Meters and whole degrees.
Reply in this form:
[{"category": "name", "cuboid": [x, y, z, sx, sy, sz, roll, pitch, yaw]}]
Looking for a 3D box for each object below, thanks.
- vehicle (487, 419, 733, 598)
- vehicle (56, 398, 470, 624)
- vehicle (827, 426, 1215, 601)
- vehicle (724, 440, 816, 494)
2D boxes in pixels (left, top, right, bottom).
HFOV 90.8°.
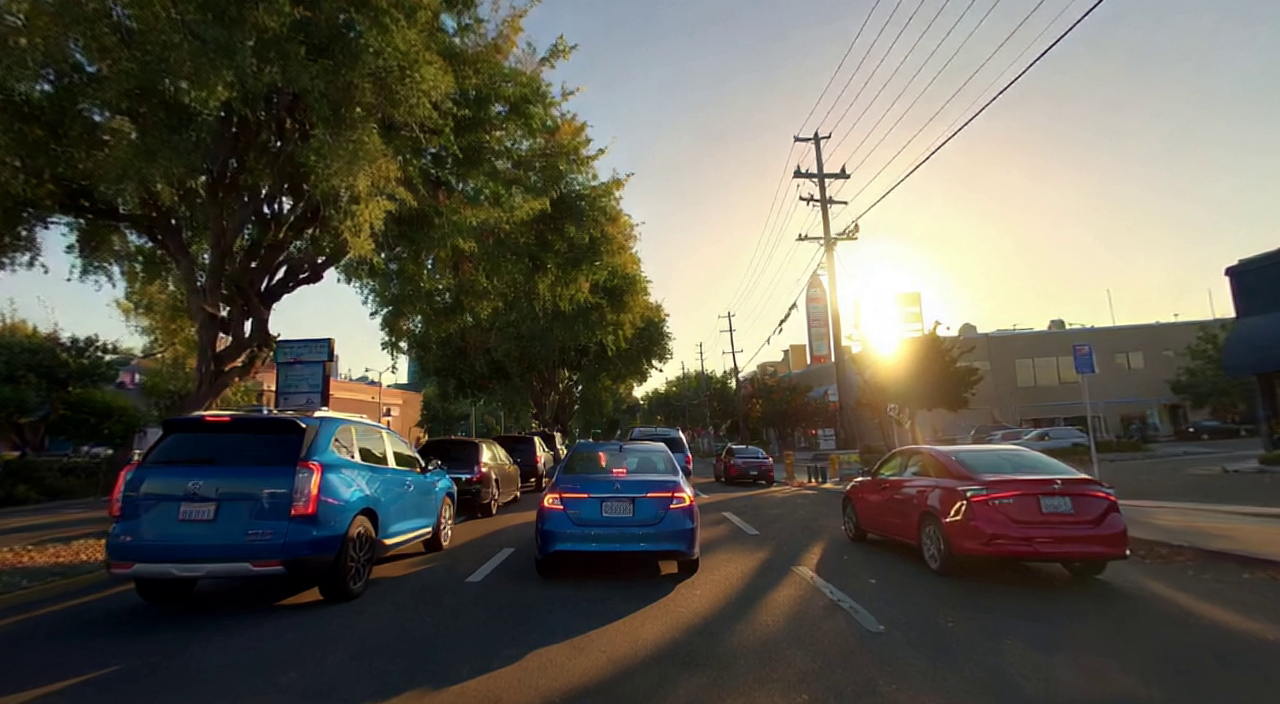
[{"category": "vehicle", "cuboid": [-0.310, 1.631, 7.403, 2.097, 1.511, 3.809, 0, -9, -2]}, {"category": "vehicle", "cuboid": [-3.434, 1.520, 6.988, 1.979, 1.697, 4.254, 0, -9, -1]}, {"category": "vehicle", "cuboid": [3.907, 1.706, 7.623, 1.909, 1.473, 4.361, 0, -9, -1]}, {"category": "vehicle", "cuboid": [3.824, 3.435, 19.299, 1.876, 1.456, 4.025, 0, -9, -1]}]
